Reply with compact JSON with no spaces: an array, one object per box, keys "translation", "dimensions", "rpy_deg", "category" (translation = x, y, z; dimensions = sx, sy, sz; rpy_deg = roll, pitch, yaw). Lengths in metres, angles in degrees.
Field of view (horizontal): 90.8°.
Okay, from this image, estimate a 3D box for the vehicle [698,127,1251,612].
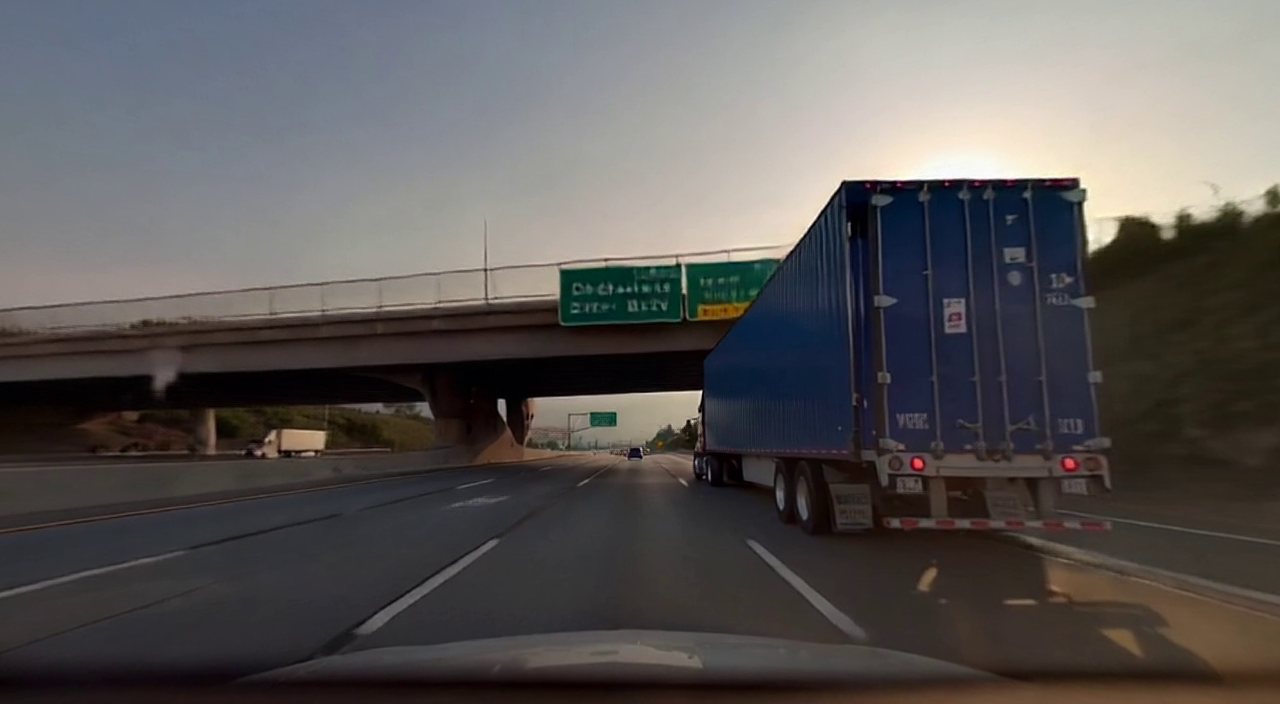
[{"translation":[3.462,1.275,13.497],"dimensions":[2.743,4.160,16.408],"rpy_deg":[0,-9,-1],"category":"vehicle"}]
